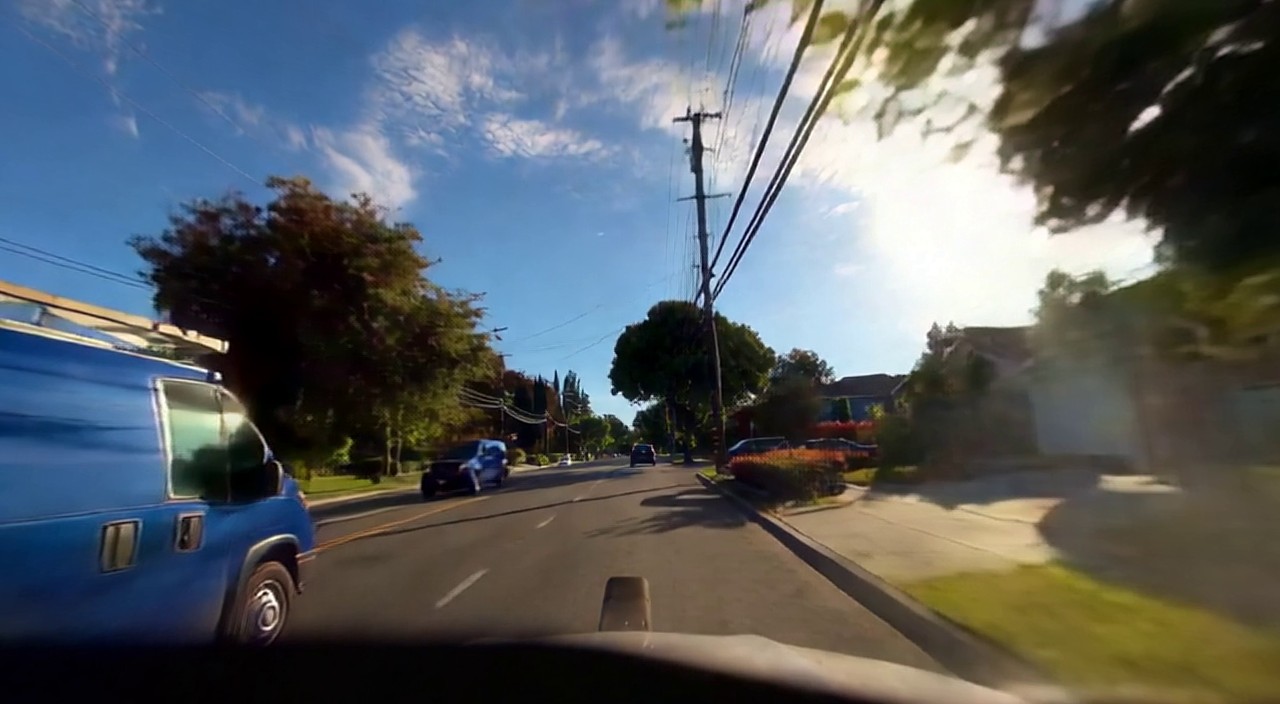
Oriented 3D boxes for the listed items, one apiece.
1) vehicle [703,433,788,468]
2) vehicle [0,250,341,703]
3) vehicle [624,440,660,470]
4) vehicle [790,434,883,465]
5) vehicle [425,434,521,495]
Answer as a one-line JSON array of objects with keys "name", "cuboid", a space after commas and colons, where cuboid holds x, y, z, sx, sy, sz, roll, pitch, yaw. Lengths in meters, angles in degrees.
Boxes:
[{"name": "vehicle", "cuboid": [6.778, 6.280, 40.318, 5.012, 1.711, 2.457, -7, -8, 15]}, {"name": "vehicle", "cuboid": [-3.625, 0.648, 2.074, 2.336, 2.152, 5.866, 0, -9, 1]}, {"name": "vehicle", "cuboid": [0.133, 6.404, 39.350, 2.120, 1.718, 3.909, 0, -9, 1]}, {"name": "vehicle", "cuboid": [10.324, 5.152, 33.349, 4.295, 1.505, 1.918, -1, -8, 1]}, {"name": "vehicle", "cuboid": [-6.605, 4.511, 25.693, 2.333, 2.165, 5.436, -1, -9, 1]}]
